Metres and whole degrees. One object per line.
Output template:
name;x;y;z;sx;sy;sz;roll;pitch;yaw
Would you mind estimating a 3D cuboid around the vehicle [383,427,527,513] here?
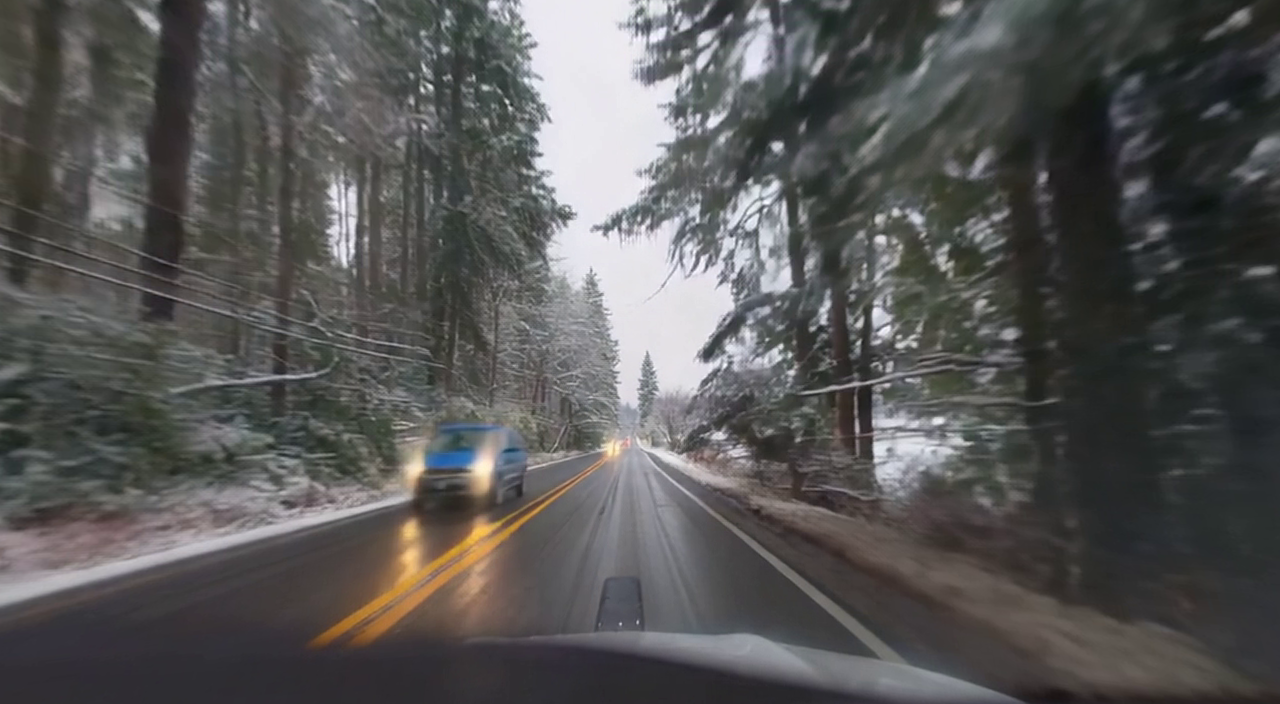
vehicle;-4.376;2.876;15.876;2.228;1.834;4.621;0;-9;0
